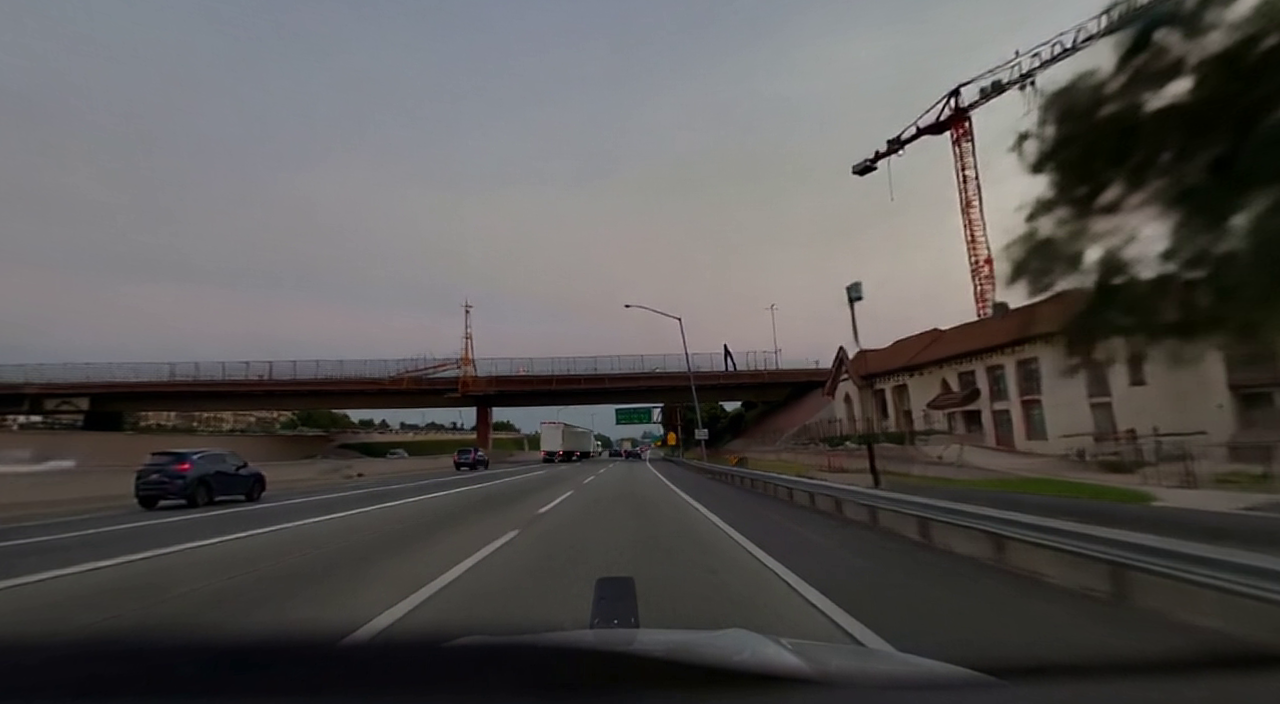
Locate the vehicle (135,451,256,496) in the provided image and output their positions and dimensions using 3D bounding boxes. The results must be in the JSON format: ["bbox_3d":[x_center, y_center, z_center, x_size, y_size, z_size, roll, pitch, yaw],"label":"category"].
[{"bbox_3d":[-19.228,5.239,27.640,1.932,1.752,4.541,0,-8,0],"label":"vehicle"}]
